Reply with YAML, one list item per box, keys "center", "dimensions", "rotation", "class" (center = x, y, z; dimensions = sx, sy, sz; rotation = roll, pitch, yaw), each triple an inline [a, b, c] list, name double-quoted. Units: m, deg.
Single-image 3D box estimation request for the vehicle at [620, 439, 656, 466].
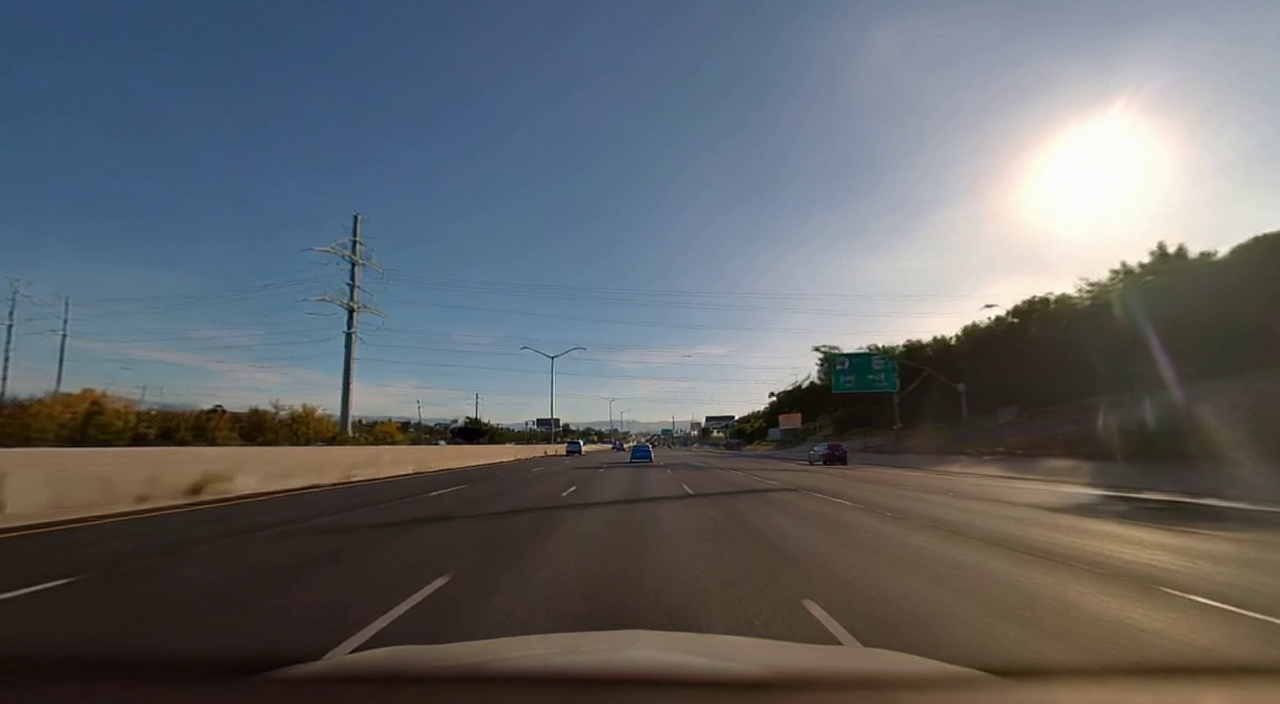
- center: [-0.155, 6.186, 38.921]
  dimensions: [2.074, 1.574, 3.971]
  rotation: [0, -8, -1]
  class: "vehicle"
